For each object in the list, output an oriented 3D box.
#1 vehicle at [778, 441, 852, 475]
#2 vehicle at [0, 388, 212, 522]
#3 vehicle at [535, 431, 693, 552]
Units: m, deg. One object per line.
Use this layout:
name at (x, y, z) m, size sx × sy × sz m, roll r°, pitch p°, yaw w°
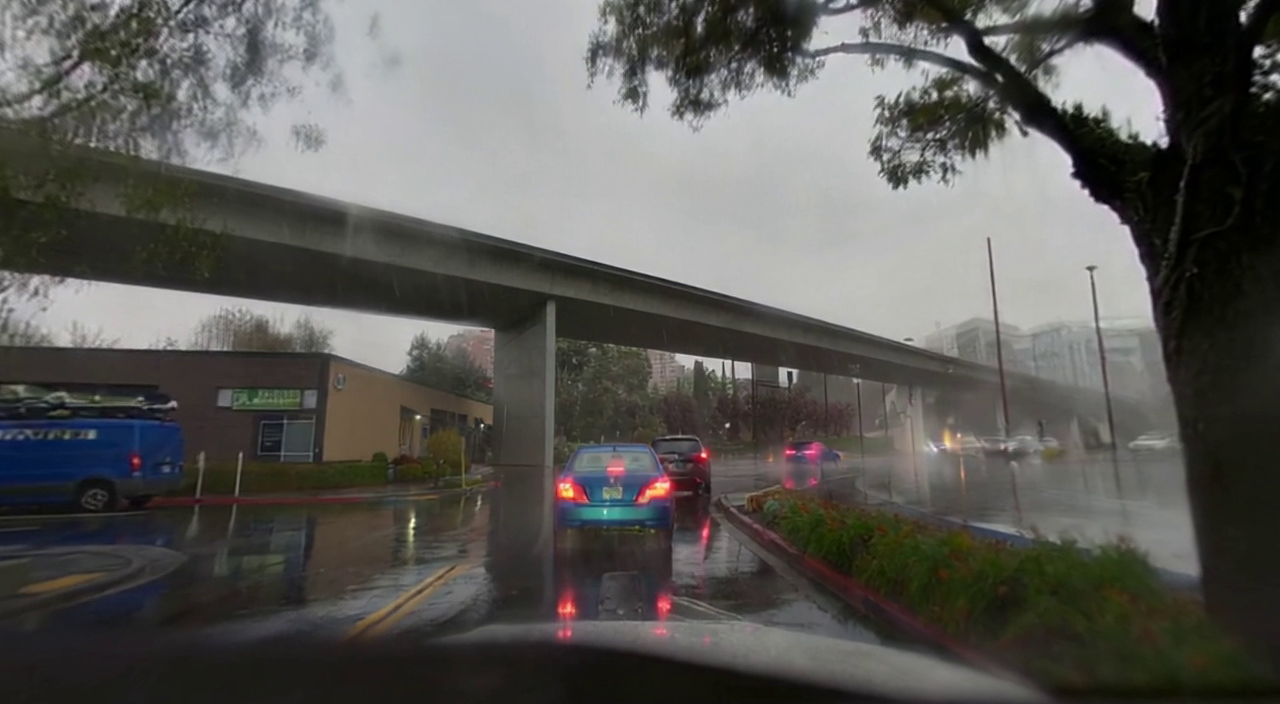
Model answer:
vehicle at (10.094, 6.038, 36.289) m, size 4.425 × 1.828 × 2.032 m, roll 8°, pitch -12°, yaw -43°
vehicle at (-13.547, 2.344, 14.545) m, size 5.356 × 2.762 × 2.644 m, roll 0°, pitch -9°, yaw 0°
vehicle at (-0.278, 2.208, 10.749) m, size 2.087 × 1.578 × 4.652 m, roll 0°, pitch -9°, yaw 2°
